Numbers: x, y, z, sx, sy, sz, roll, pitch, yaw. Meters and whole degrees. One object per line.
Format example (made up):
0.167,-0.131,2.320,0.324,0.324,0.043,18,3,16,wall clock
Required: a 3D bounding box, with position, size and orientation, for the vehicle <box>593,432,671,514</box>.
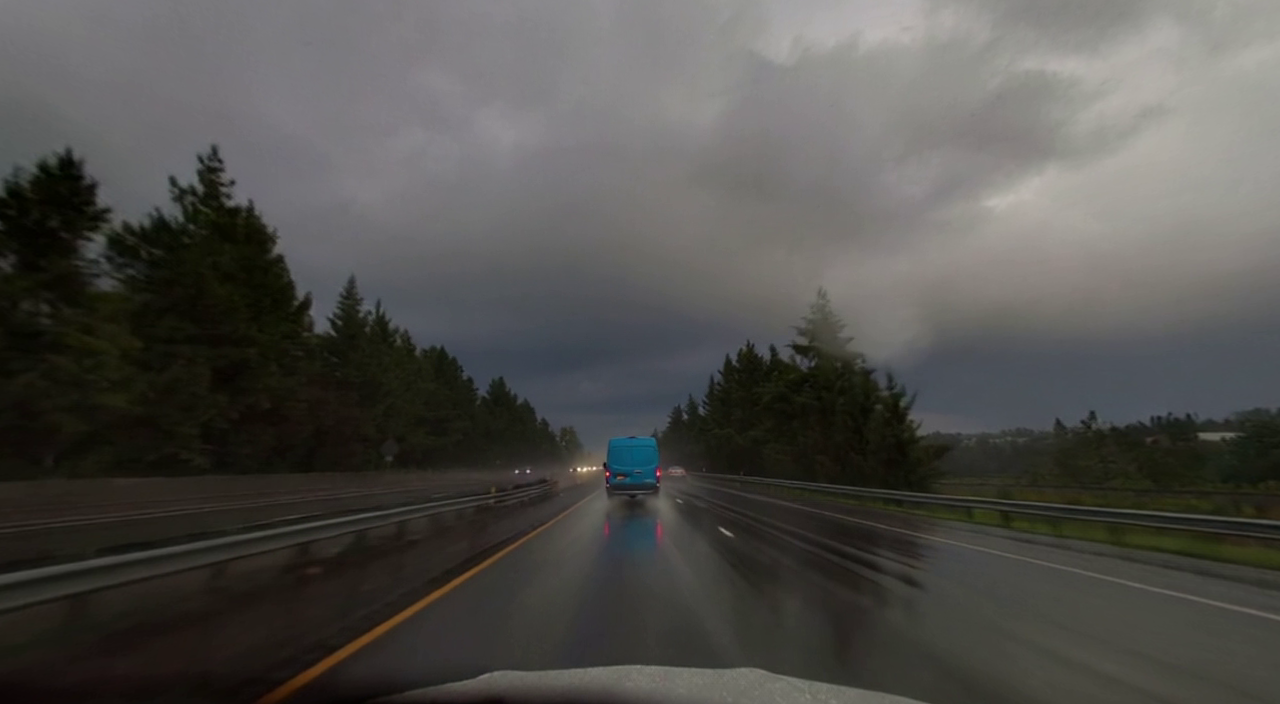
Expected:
-0.384,4.249,22.355,2.375,2.432,6.161,1,-10,-3,vehicle
